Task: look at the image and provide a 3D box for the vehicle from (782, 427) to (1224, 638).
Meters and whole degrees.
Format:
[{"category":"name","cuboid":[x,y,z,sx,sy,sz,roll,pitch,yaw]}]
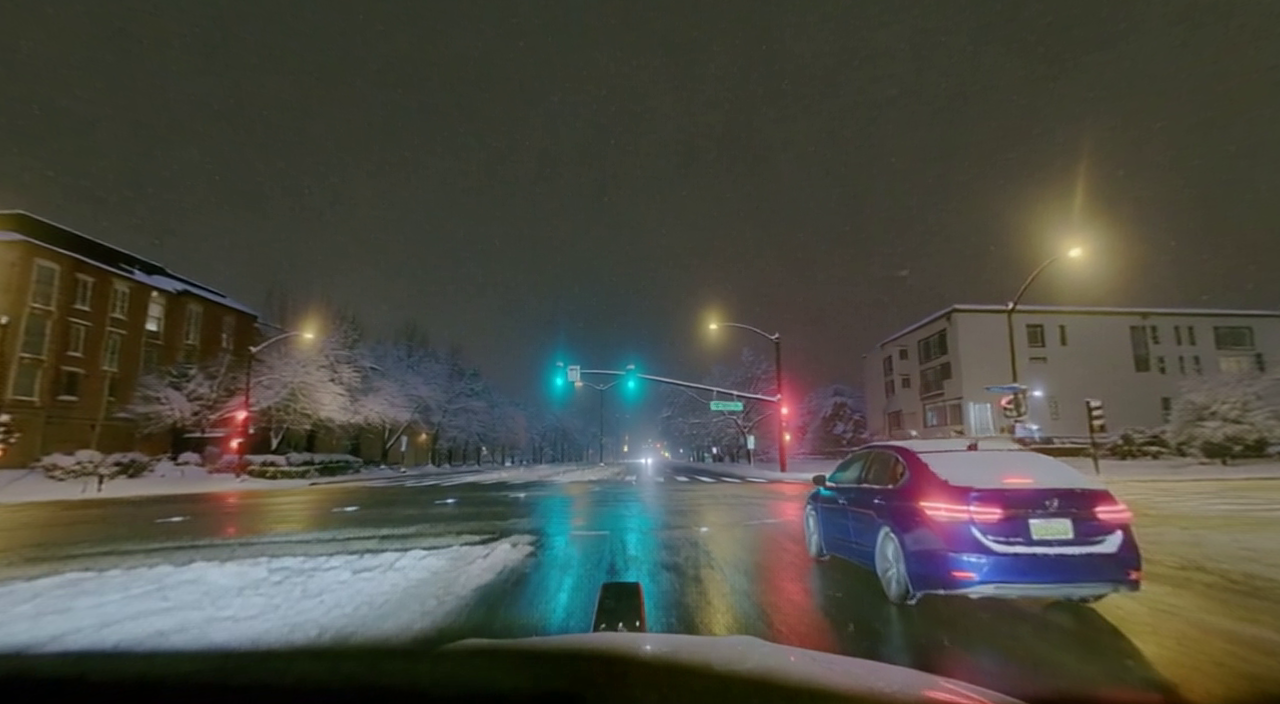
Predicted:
[{"category":"vehicle","cuboid":[3.240,1.691,7.125,2.089,1.539,4.767,0,-8,-1]}]
